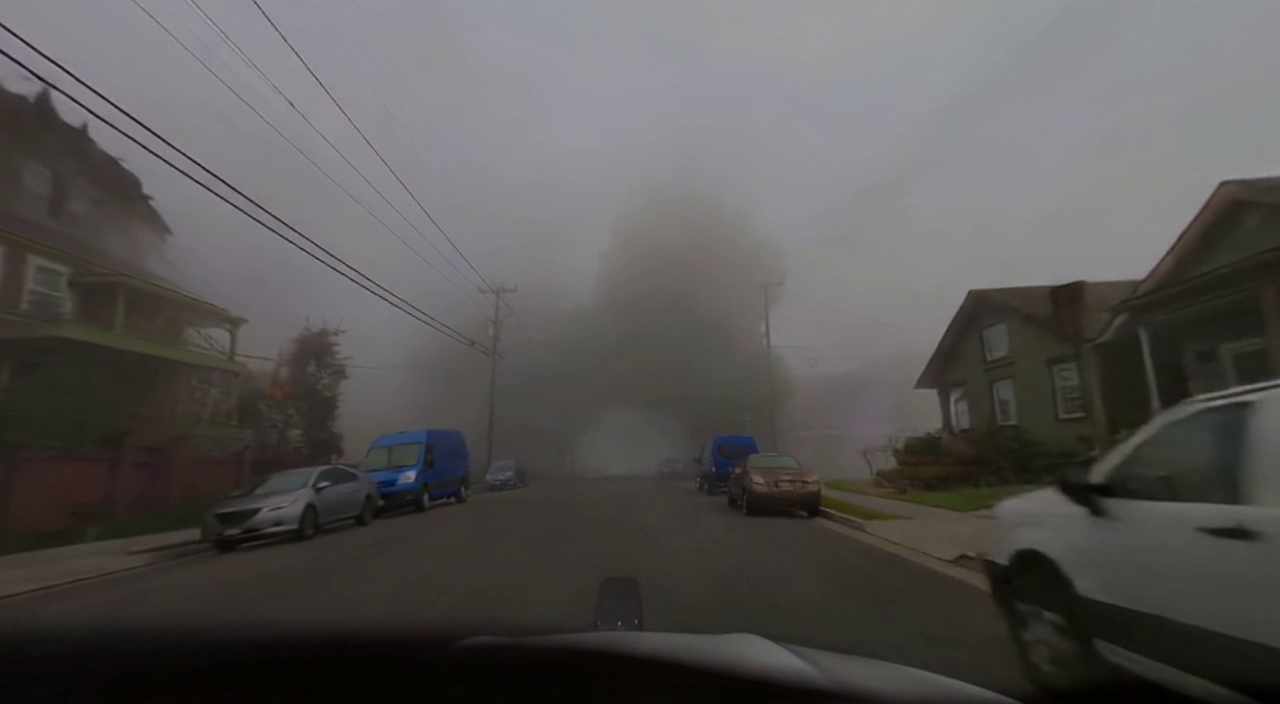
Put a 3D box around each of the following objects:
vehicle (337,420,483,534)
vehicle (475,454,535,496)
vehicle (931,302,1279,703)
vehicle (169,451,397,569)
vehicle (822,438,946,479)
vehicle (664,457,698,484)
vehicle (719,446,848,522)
[{"bbox_3d":[-6.939,3.681,19.912,2.508,2.712,5.809,-2,-4,0],"label":"vehicle"},{"bbox_3d":[-6.893,6.306,32.628,2.057,1.632,4.730,0,-5,0],"label":"vehicle"},{"bbox_3d":[3.146,0.711,1.793,2.136,1.807,4.946,0,-9,-1],"label":"vehicle"},{"bbox_3d":[-6.882,3.007,12.856,2.027,1.563,4.594,-3,-5,0],"label":"vehicle"},{"bbox_3d":[10.663,4.707,27.747,4.607,1.704,1.922,0,-9,0],"label":"vehicle"},{"bbox_3d":[2.802,8.297,44.327,2.010,1.661,4.615,0,-9,-1],"label":"vehicle"},{"bbox_3d":[3.085,2.918,14.529,1.796,1.449,4.373,0,-9,-2],"label":"vehicle"}]
